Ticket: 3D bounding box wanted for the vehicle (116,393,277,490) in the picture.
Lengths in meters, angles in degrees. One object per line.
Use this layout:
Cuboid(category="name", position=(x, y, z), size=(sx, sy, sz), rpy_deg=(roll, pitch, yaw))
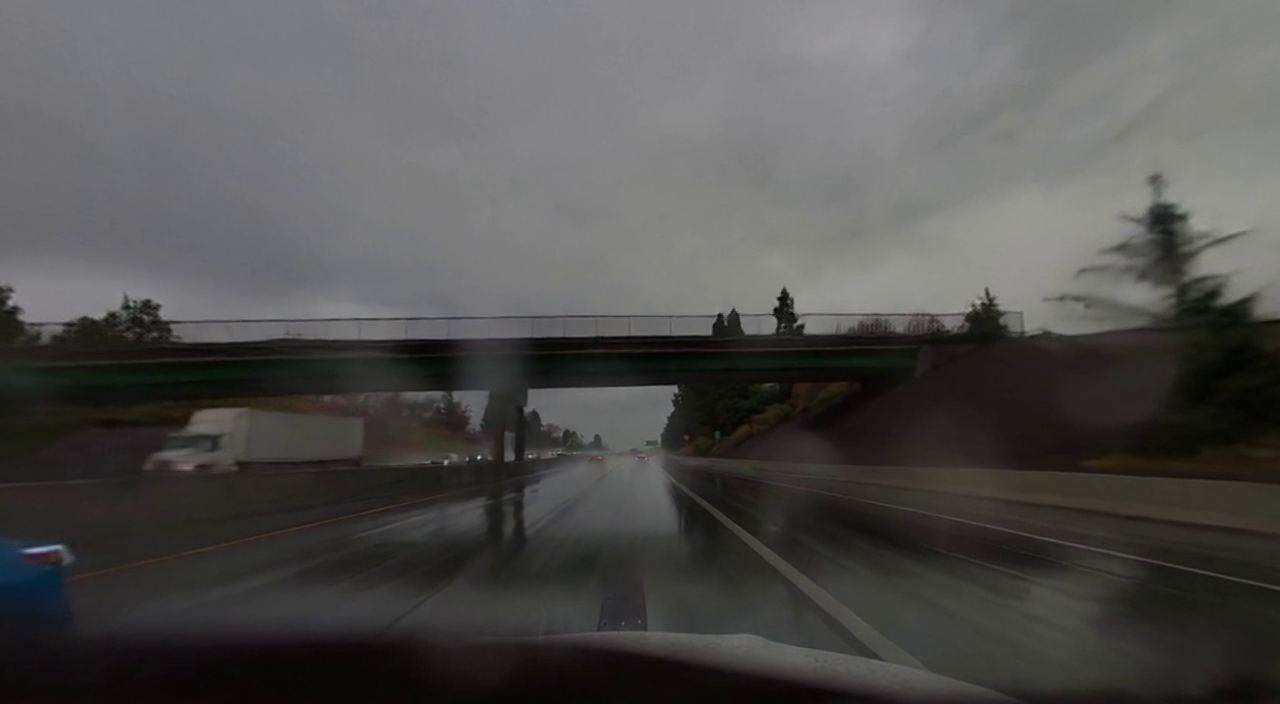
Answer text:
Cuboid(category="vehicle", position=(-20.103, 4.165, 29.132), size=(2.925, 3.996, 5.896), rpy_deg=(0, -9, 0))
